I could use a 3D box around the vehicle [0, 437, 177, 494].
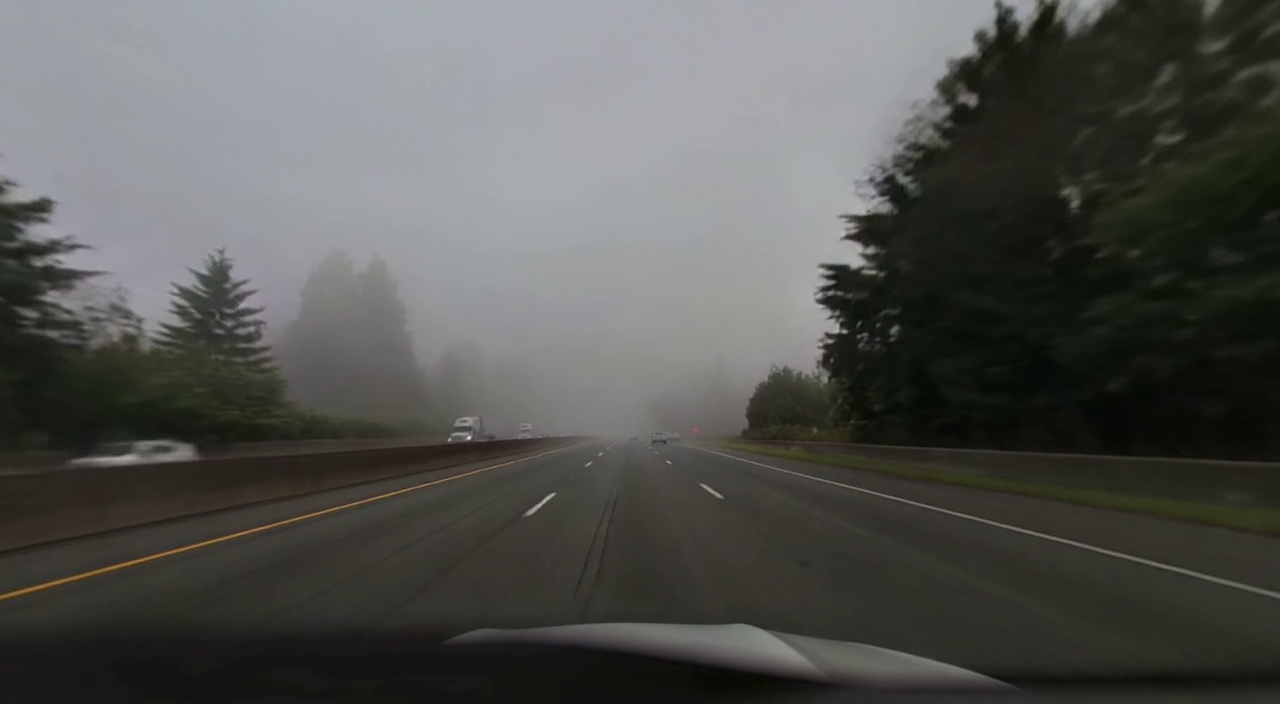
[{"bbox_3d":[-16.774,3.371,19.249,1.855,1.522,4.394,0,-8,0],"label":"vehicle"}]
